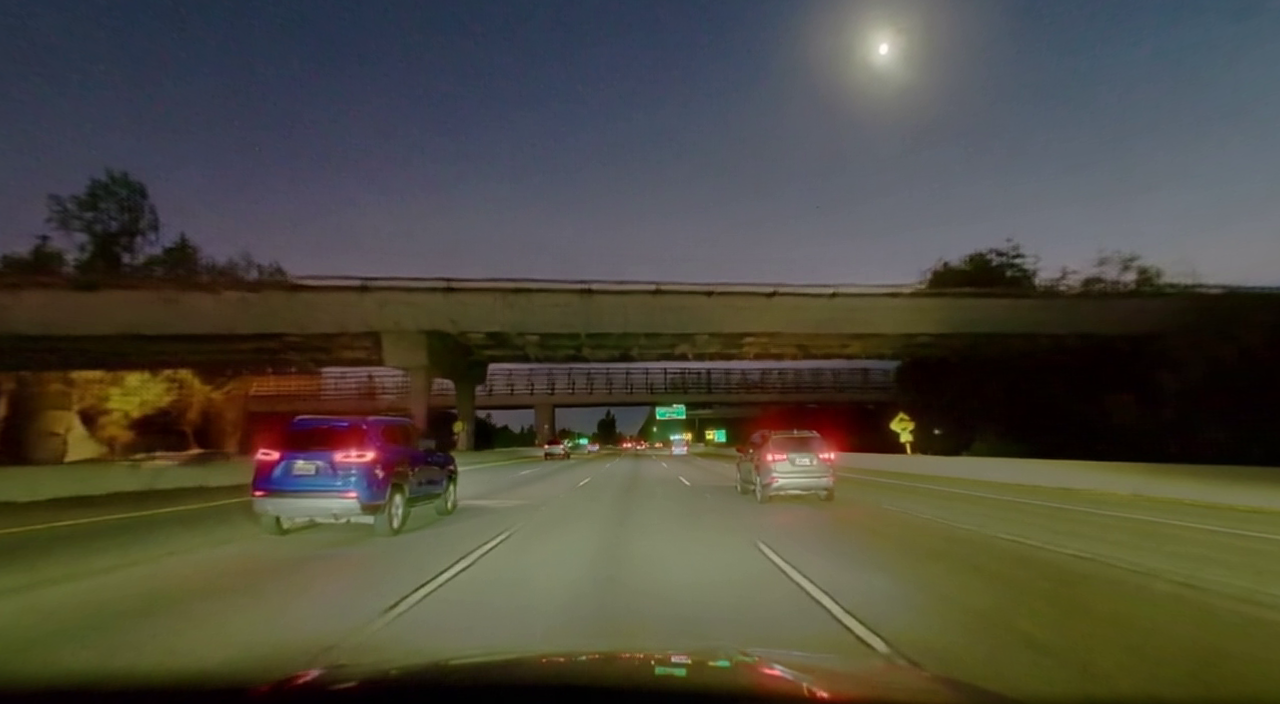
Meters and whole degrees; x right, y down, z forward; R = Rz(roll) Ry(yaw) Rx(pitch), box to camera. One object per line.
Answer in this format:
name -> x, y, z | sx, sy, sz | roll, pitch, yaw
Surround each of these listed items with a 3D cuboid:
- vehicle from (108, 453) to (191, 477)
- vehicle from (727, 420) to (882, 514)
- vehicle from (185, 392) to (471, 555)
vehicle -> -33.252, 7.667, 42.990 | 1.831, 1.478, 4.762 | 0, -8, 0
vehicle -> 3.417, 2.499, 14.199 | 2.185, 1.749, 4.477 | 0, -8, -1
vehicle -> -4.252, 1.759, 9.750 | 2.018, 1.872, 4.728 | 0, -8, -1
